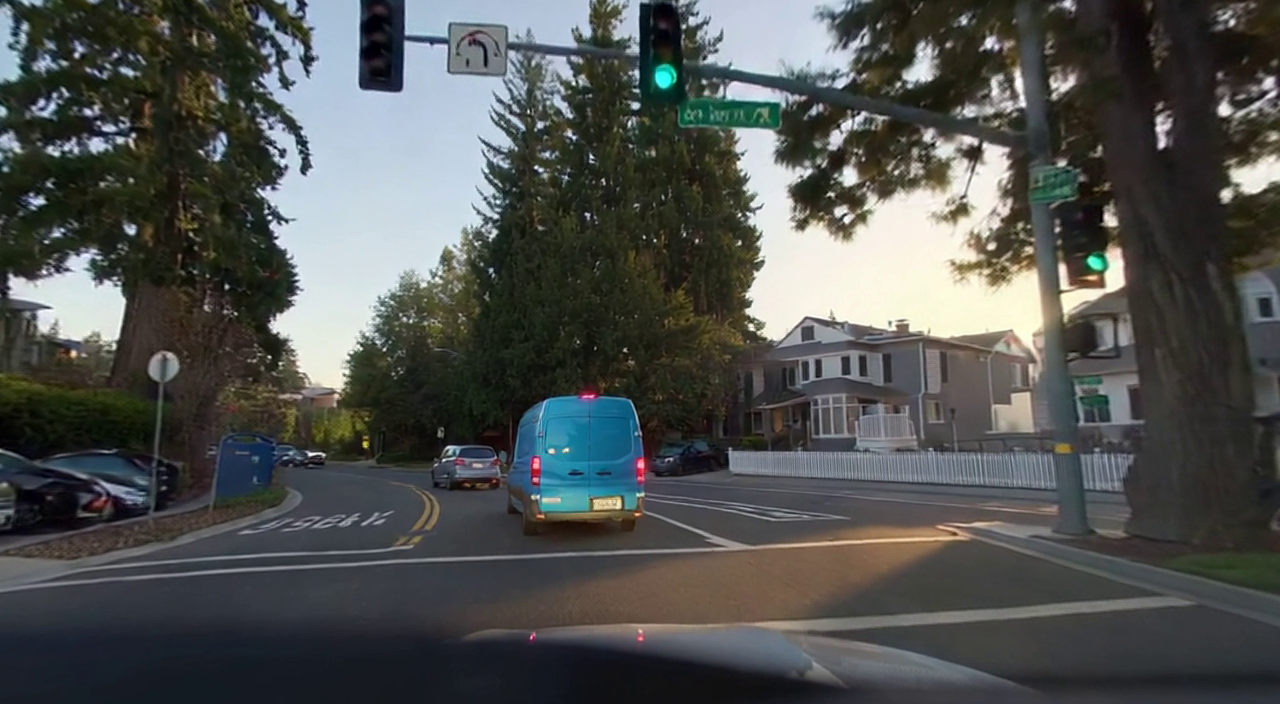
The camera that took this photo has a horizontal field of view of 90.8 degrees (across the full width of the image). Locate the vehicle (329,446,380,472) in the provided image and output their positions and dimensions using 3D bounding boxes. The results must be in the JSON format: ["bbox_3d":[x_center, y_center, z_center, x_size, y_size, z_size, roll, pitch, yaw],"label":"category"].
[{"bbox_3d":[-18.095,6.734,39.924,1.911,1.493,4.291,6,-10,-37],"label":"vehicle"}]

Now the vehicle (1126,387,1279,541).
[{"bbox_3d":[10.436,1.437,8.083,2.514,2.026,6.104,7,-11,-39],"label":"vehicle"}]

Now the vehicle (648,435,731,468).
[{"bbox_3d":[2.835,5.619,35.978,4.559,1.754,1.985,6,-11,-38],"label":"vehicle"}]

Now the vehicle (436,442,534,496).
[{"bbox_3d":[-4.891,3.513,19.510,2.008,1.445,4.386,4,-9,-26],"label":"vehicle"}]

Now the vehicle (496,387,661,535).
[{"bbox_3d":[-1.403,1.952,11.791,2.213,2.124,4.809,2,-9,-16],"label":"vehicle"}]

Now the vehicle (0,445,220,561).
[{"bbox_3d":[-8.784,2.239,10.193,1.952,1.461,4.377,2,-9,-15],"label":"vehicle"}]

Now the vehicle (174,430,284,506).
[{"bbox_3d":[-11.901,3.298,18.629,2.228,1.871,5.492,5,-10,-30],"label":"vehicle"}]
